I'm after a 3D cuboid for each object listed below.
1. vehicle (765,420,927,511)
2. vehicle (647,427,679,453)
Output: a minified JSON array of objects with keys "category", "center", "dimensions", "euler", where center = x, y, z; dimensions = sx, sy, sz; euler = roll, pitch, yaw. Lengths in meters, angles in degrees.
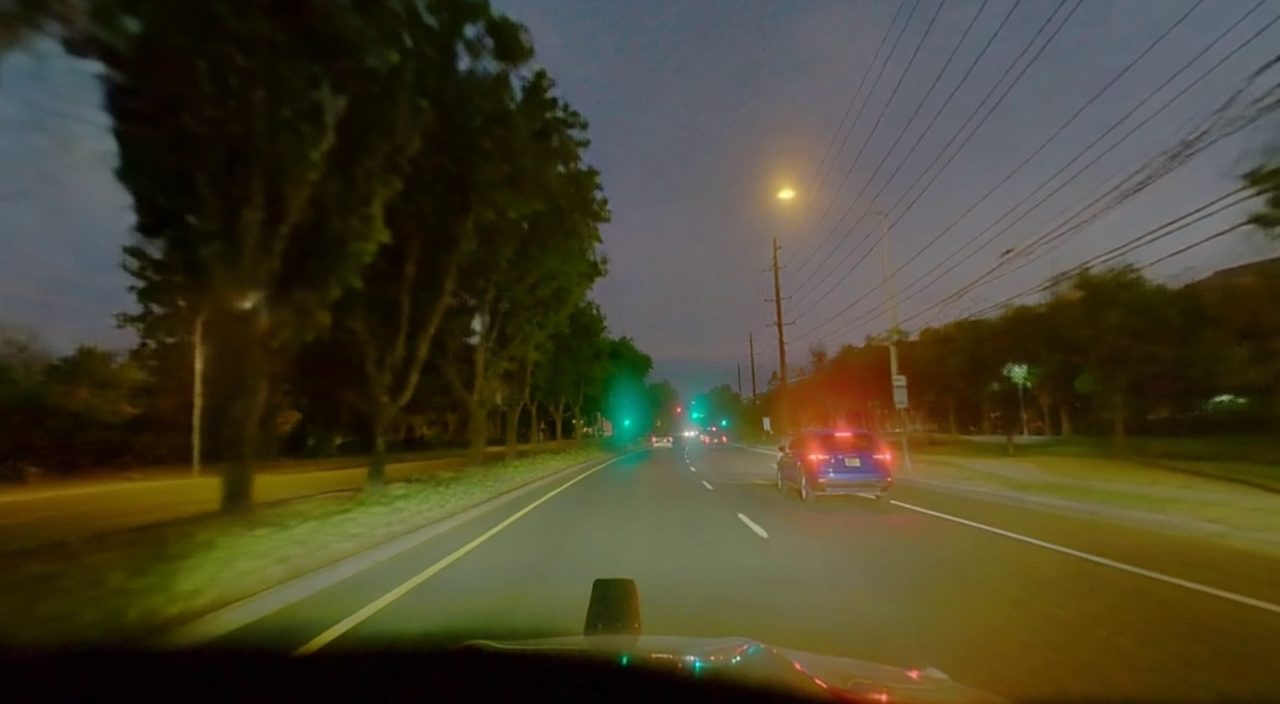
[{"category":"vehicle","center":[3.951,2.232,12.983],"dimensions":[1.881,1.512,4.294],"euler":[-1,-8,1]},{"category":"vehicle","center":[1.730,6.426,46.175],"dimensions":[2.163,1.746,4.073],"euler":[-1,-8,4]}]
